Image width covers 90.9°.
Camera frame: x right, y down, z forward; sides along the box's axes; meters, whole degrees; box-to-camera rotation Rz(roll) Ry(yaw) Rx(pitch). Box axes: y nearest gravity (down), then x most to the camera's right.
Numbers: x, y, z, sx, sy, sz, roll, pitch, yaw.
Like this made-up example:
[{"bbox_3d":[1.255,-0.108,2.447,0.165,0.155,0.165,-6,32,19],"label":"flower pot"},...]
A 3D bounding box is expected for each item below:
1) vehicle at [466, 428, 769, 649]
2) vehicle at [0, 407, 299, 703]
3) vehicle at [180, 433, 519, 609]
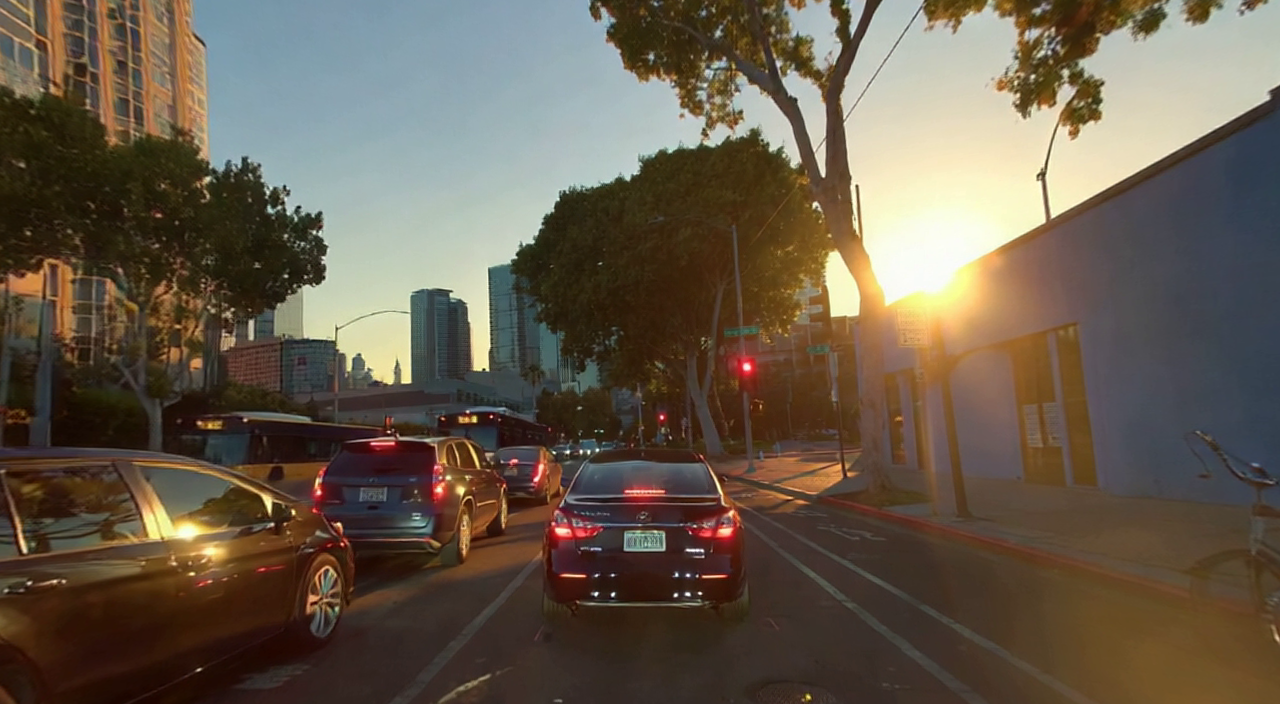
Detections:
[{"bbox_3d":[-0.137,1.534,6.186,2.031,1.461,3.763,0,-8,0],"label":"vehicle"},{"bbox_3d":[-3.165,0.874,1.719,1.867,1.486,4.452,0,-8,2],"label":"vehicle"},{"bbox_3d":[-2.912,1.767,7.638,1.944,1.481,4.385,0,-8,1],"label":"vehicle"}]
